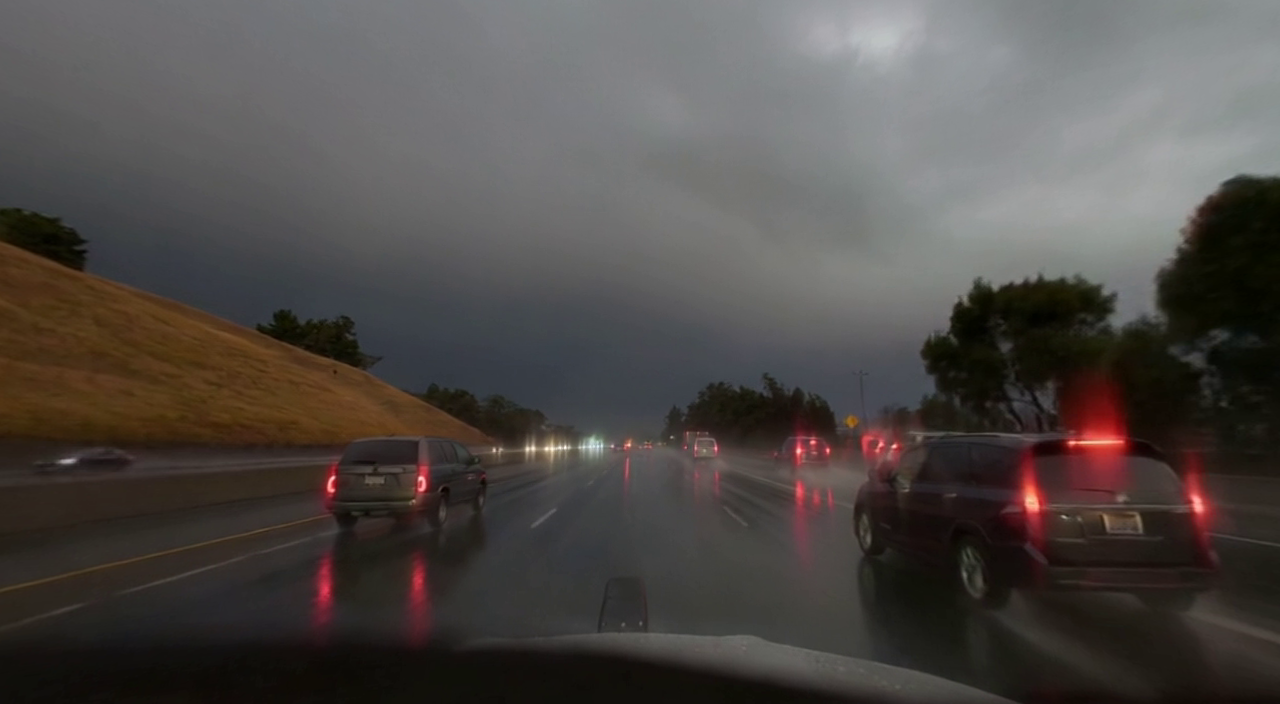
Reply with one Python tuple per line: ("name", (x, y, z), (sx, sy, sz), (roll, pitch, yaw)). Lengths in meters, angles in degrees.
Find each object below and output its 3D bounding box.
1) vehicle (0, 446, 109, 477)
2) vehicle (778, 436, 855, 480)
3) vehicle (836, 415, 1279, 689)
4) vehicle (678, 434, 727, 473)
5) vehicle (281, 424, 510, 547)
("vehicle", (-31.661, 5.868, 34.104), (1.782, 1.492, 4.648), (-1, -8, 1))
("vehicle", (7.426, 4.489, 27.048), (1.998, 1.717, 4.338), (0, -8, -1))
("vehicle", (3.418, 1.411, 5.665), (1.941, 1.481, 4.300), (0, -8, 0))
("vehicle", (3.313, 5.519, 34.532), (2.121, 1.925, 5.056), (0, -8, 0))
("vehicle", (-3.848, 2.180, 10.981), (2.166, 1.672, 4.388), (-1, -8, 1))
